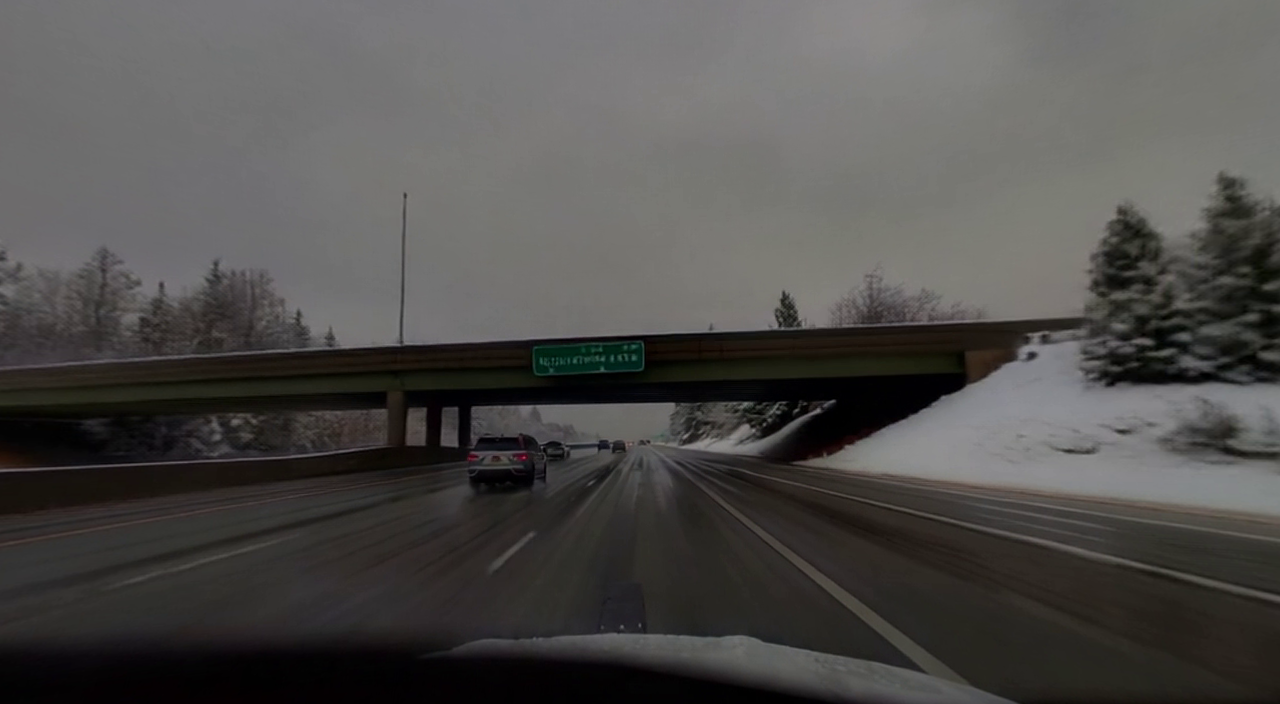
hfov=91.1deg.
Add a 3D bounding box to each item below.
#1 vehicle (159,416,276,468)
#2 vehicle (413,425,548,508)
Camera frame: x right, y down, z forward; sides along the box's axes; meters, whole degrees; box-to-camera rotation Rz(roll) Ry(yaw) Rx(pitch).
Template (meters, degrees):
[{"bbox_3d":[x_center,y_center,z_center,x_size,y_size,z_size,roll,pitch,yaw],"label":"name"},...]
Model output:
[{"bbox_3d":[-32.939,7.103,49.504,3.045,3.776,8.341,-1,-8,2],"label":"vehicle"},{"bbox_3d":[-3.653,2.713,15.303,2.048,1.705,4.384,0,-8,1],"label":"vehicle"}]
